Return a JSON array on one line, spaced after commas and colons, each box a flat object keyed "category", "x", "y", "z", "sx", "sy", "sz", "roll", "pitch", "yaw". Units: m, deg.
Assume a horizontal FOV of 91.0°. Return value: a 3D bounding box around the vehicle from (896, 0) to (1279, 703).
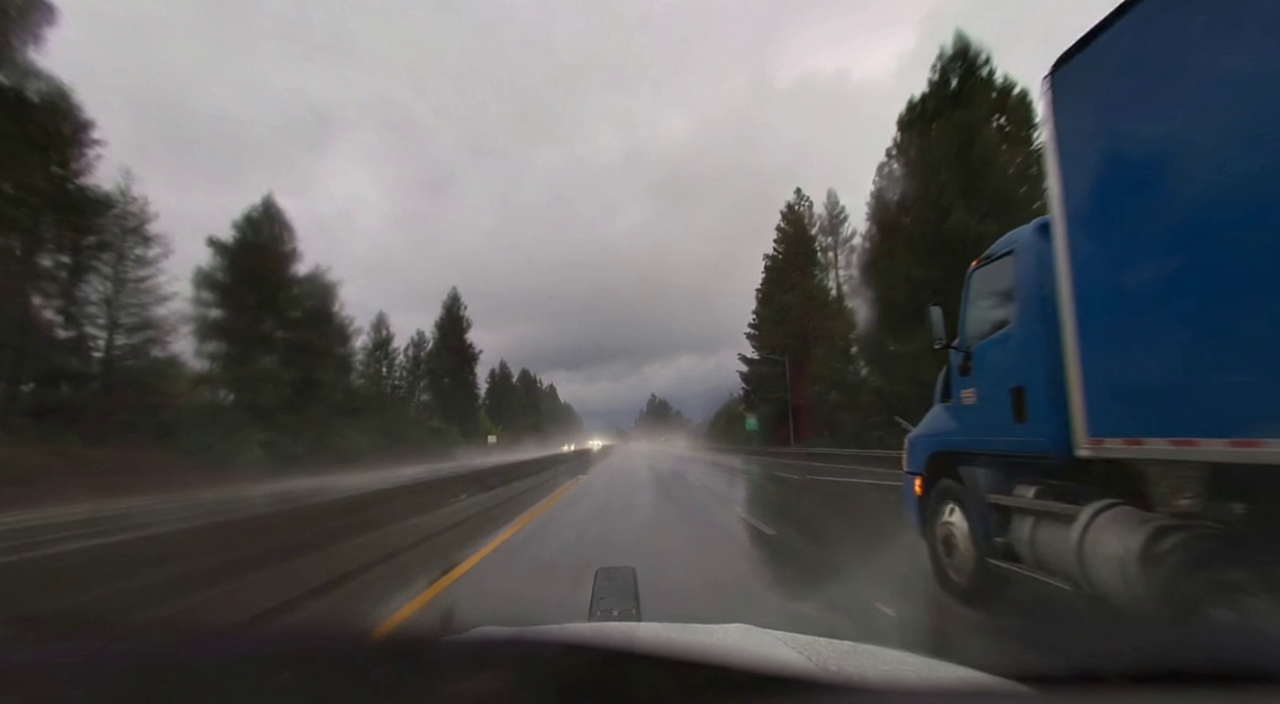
[{"category": "vehicle", "x": 4.077, "y": -0.374, "z": 0.926, "sx": 2.948, "sy": 3.586, "sz": 10.177, "roll": 0, "pitch": -8, "yaw": -1}]
